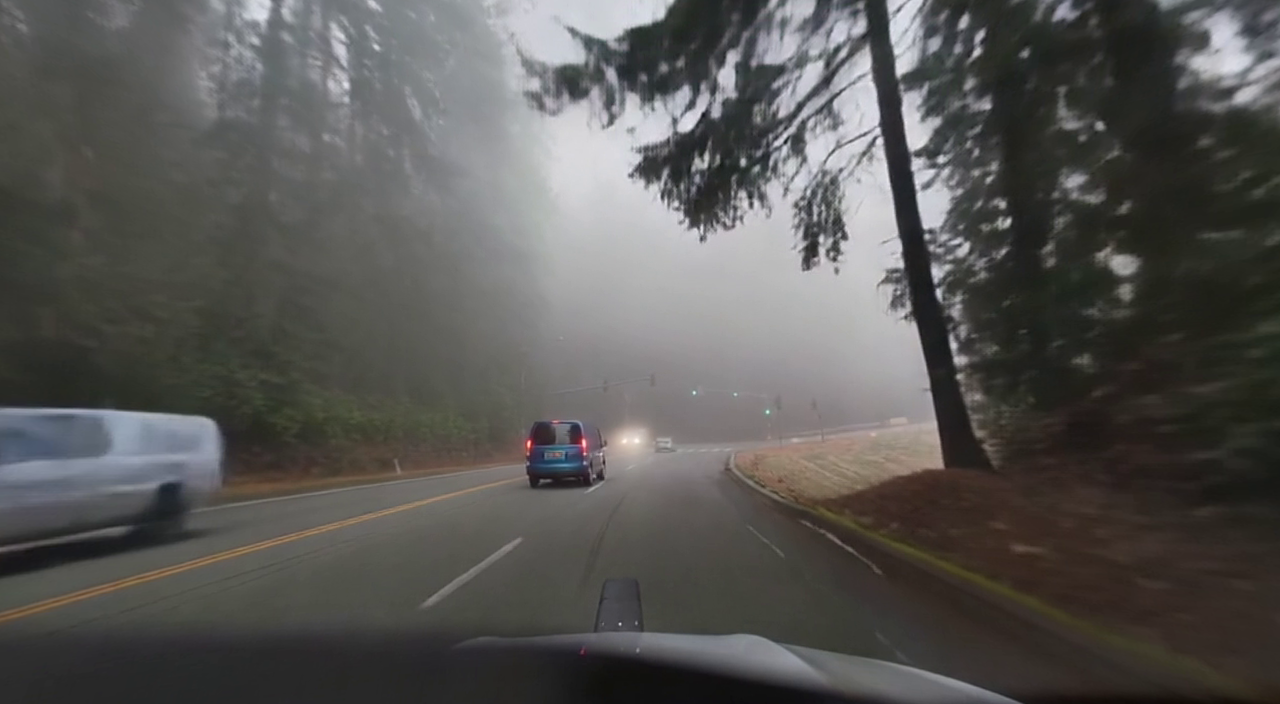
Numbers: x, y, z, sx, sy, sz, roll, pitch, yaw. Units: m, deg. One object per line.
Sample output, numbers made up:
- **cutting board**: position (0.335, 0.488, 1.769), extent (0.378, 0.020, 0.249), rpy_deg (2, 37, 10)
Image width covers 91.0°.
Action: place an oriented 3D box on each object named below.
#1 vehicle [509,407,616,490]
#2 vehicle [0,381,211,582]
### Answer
- **vehicle**: position (-2.155, 2.939, 19.332), extent (2.362, 2.185, 5.212), rpy_deg (0, -8, 3)
- **vehicle**: position (-6.365, 1.144, 5.491), extent (1.968, 1.674, 4.451), rpy_deg (-2, -9, 2)
